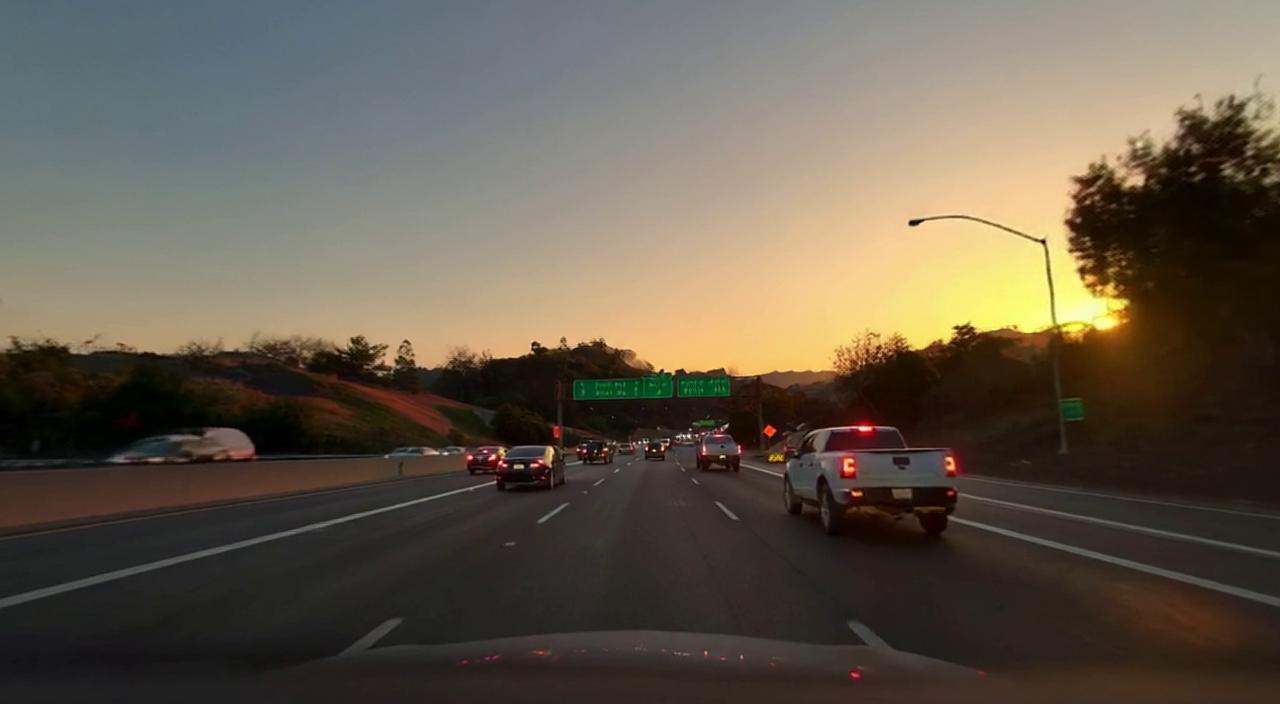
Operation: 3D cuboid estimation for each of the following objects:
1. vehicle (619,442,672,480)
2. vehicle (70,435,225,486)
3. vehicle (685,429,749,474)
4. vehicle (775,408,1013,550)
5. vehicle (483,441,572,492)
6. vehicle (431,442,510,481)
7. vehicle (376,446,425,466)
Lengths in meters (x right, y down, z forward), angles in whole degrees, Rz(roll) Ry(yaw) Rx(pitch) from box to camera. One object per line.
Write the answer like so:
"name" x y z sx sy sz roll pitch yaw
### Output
"vehicle" 0.254 4.627 26.930 2.071 1.478 4.130 0 -9 1
"vehicle" -20.010 4.432 25.974 2.176 1.901 5.057 0 -9 2
"vehicle" 4.009 5.371 34.047 2.802 2.151 6.579 0 -9 2
"vehicle" 3.649 1.925 10.102 2.045 1.768 4.249 0 -9 0
"vehicle" -3.612 3.760 21.049 1.996 1.488 4.451 0 -9 2
"vehicle" -7.287 4.750 27.582 2.065 1.519 4.491 0 -9 2
"vehicle" -18.532 8.069 48.900 1.851 1.502 4.485 -1 -9 3
